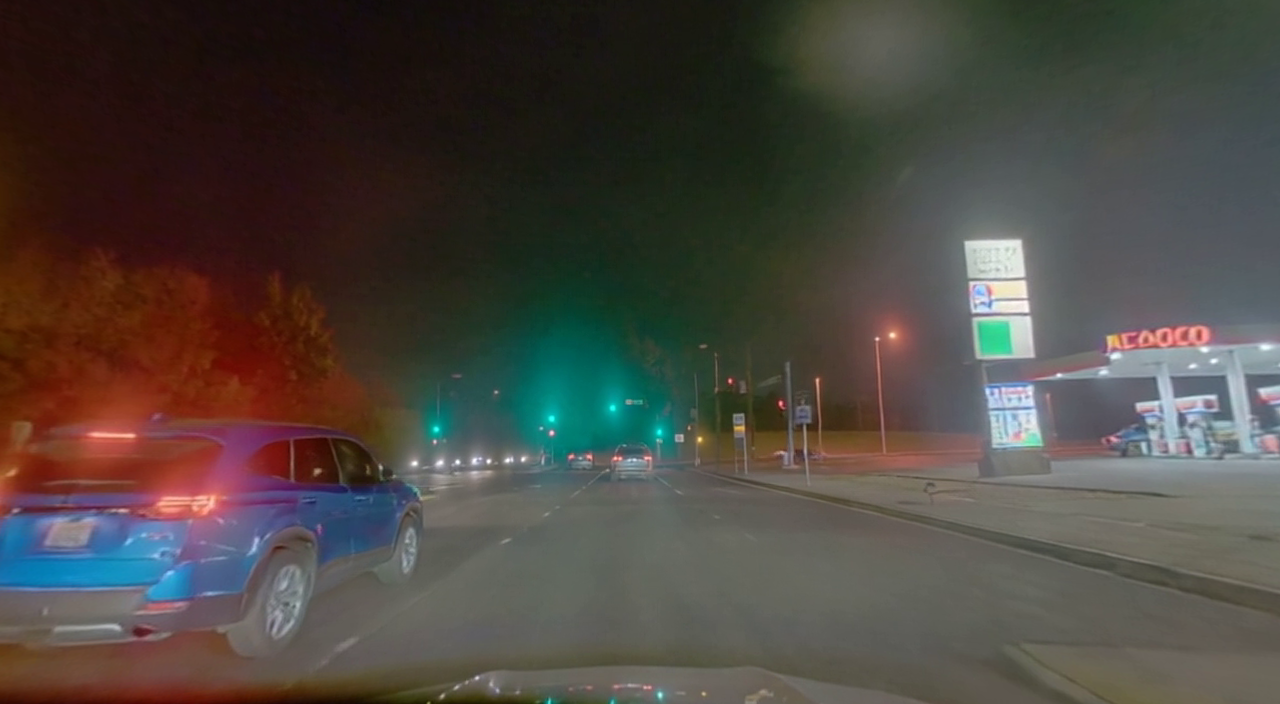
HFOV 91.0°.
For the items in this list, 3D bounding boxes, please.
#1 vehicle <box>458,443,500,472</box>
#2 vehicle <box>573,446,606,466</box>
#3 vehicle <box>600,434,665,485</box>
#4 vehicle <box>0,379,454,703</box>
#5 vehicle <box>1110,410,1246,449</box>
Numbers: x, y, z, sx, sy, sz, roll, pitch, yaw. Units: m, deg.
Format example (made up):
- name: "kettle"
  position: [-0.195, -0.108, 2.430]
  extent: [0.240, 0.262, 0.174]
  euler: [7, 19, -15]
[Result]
- name: "vehicle"
  position: [-12.568, 8.261, 49.555]
  extent: [2.172, 2.109, 5.009]
  euler: [0, -8, -2]
- name: "vehicle"
  position: [-3.968, 8.242, 49.929]
  extent: [2.192, 1.458, 4.594]
  euler: [0, -8, 1]
- name: "vehicle"
  position: [-0.397, 4.633, 27.531]
  extent: [2.552, 1.999, 5.498]
  euler: [0, -8, -2]
- name: "vehicle"
  position: [-3.541, 1.369, 5.783]
  extent: [2.247, 1.734, 4.919]
  euler: [0, -8, -1]
- name: "vehicle"
  position: [27.838, 4.047, 32.683]
  extent: [5.102, 1.893, 2.120]
  euler: [0, -9, -2]
